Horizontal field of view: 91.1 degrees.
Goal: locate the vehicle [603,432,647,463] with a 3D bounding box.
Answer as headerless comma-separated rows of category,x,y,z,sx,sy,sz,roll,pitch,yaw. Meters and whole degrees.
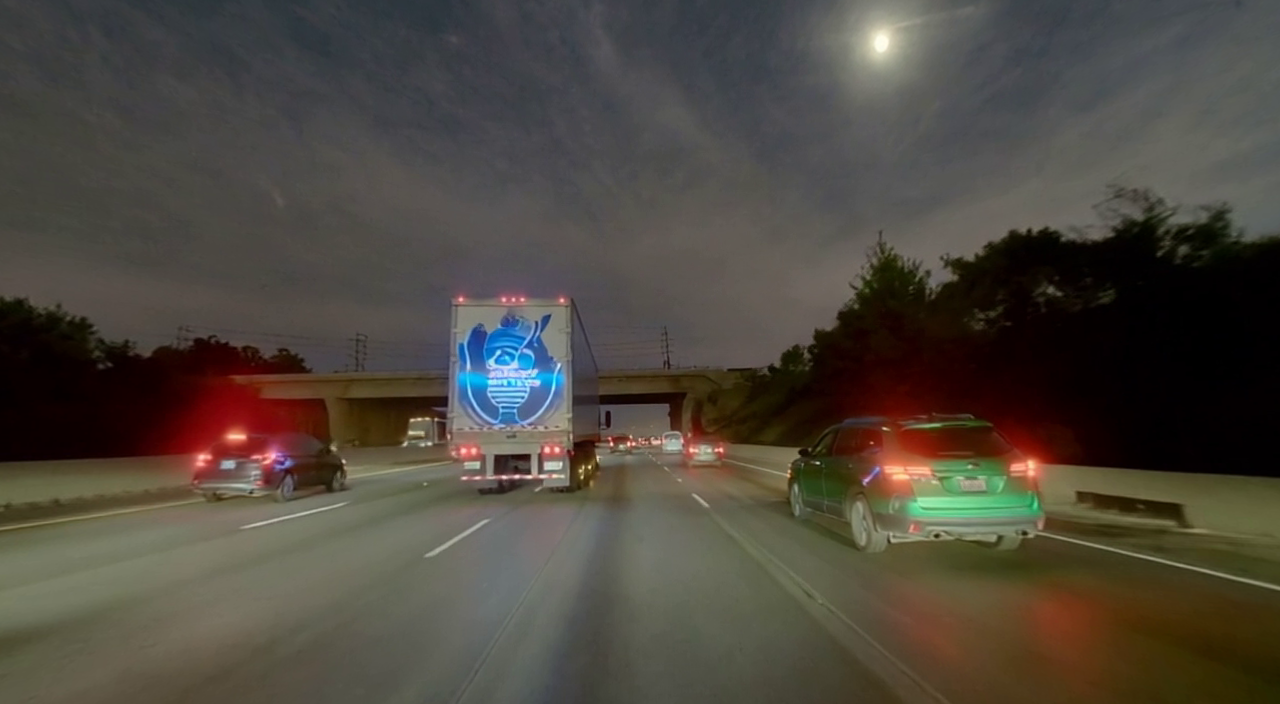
vehicle,-0.781,5.043,33.515,2.168,1.547,4.618,0,-8,-1

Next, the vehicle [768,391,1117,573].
vehicle,3.220,1.478,7.992,2.118,1.647,4.400,0,-8,-2

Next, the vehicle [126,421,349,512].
vehicle,-8.489,2.421,13.896,2.048,1.652,4.421,0,-8,-1

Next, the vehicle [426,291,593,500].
vehicle,-2.743,1.425,16.419,2.911,3.787,9.905,1,-8,-5

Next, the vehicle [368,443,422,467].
vehicle,-16.524,6.935,42.642,1.874,1.491,4.393,0,-8,0

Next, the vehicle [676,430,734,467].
vehicle,2.846,4.373,28.702,2.003,1.519,4.580,0,-8,-2
